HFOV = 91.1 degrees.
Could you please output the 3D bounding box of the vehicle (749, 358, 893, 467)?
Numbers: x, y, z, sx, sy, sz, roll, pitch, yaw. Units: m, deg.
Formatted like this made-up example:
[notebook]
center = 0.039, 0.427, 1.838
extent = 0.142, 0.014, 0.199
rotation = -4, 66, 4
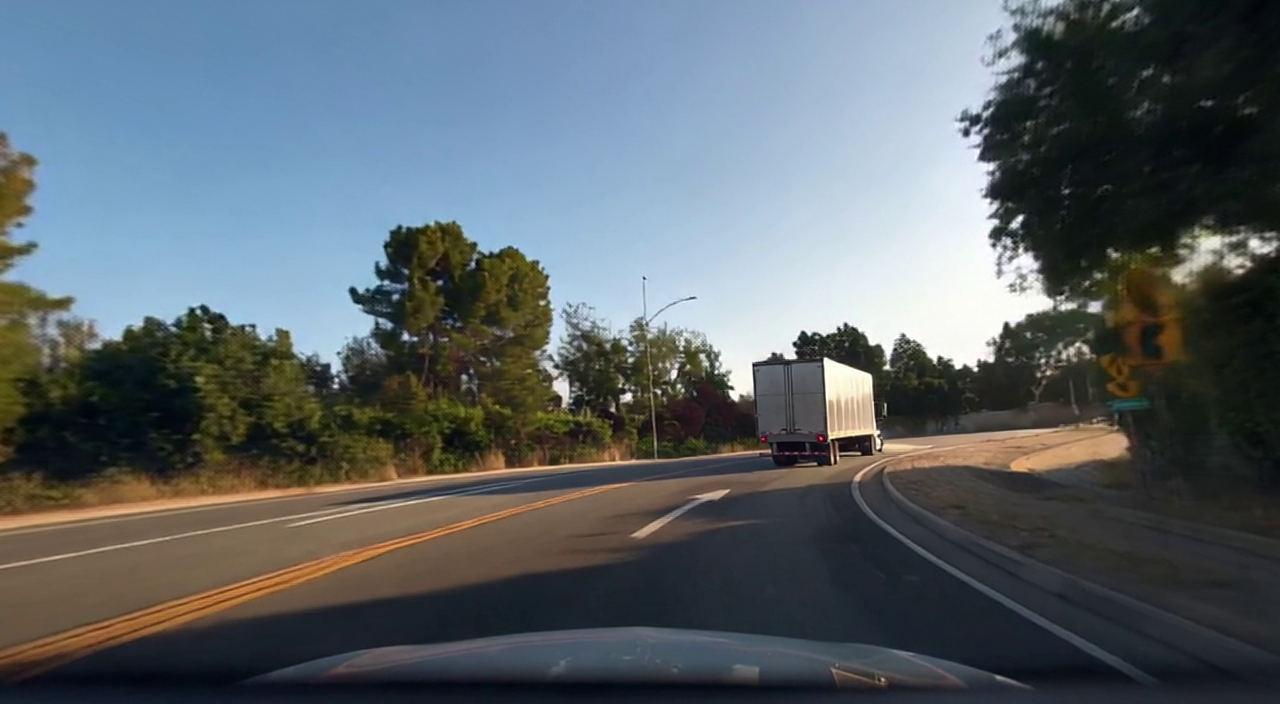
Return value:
[vehicle]
center = 8.042, 2.725, 26.543
extent = 2.837, 3.712, 10.484
rotation = -5, -9, 32
